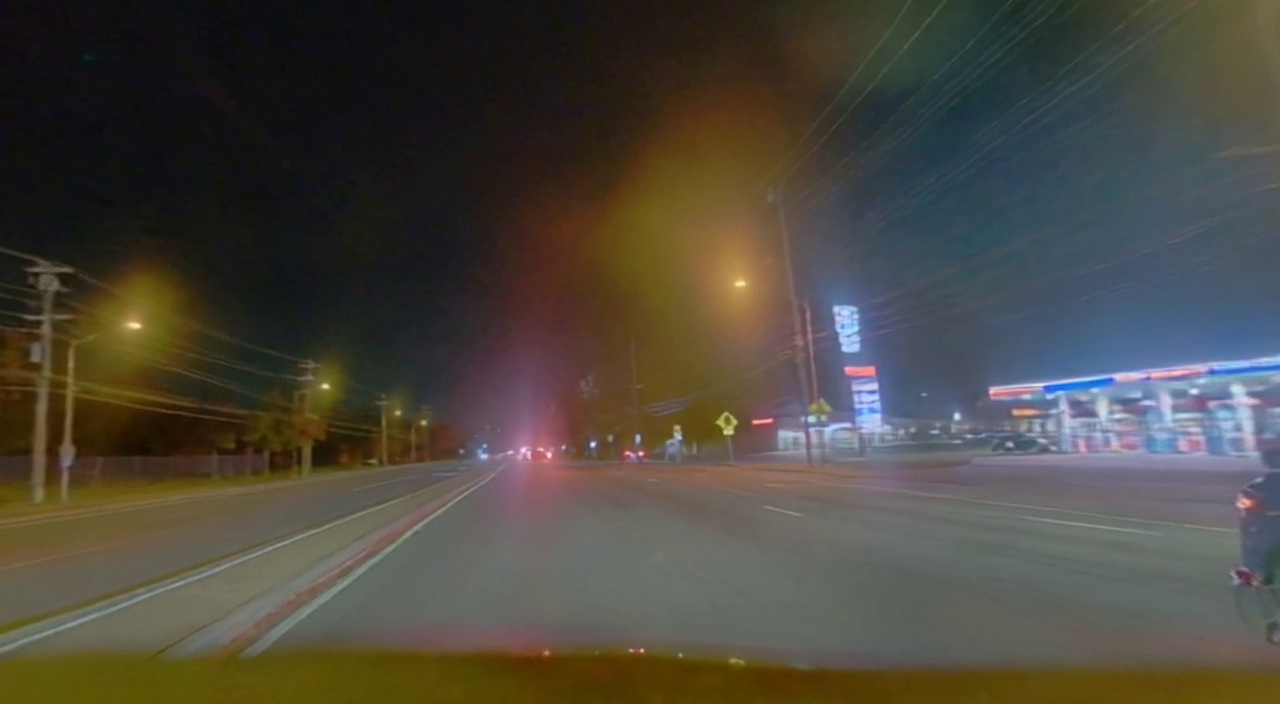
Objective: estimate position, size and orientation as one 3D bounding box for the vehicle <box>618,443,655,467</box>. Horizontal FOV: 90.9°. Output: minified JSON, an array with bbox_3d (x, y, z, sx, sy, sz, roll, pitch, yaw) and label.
[{"bbox_3d":[-0.315,6.911,42.455,1.760,1.481,4.161,1,-8,-11],"label":"vehicle"}]

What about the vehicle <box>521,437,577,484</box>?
[{"bbox_3d":[-4.126,4.720,27.823,2.141,1.842,4.889,1,-8,-11],"label":"vehicle"}]

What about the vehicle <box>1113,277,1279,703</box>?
[{"bbox_3d":[3.459,0.362,0.532,2.036,1.818,5.192,0,-8,0],"label":"vehicle"}]
